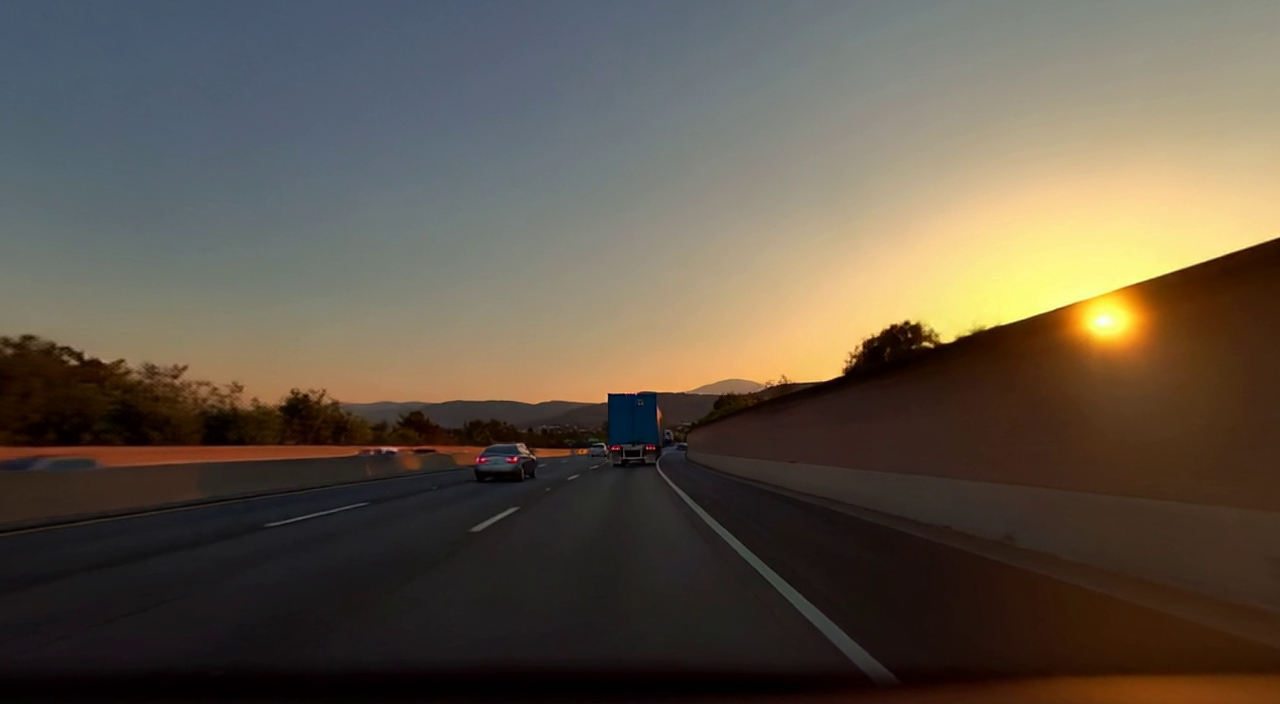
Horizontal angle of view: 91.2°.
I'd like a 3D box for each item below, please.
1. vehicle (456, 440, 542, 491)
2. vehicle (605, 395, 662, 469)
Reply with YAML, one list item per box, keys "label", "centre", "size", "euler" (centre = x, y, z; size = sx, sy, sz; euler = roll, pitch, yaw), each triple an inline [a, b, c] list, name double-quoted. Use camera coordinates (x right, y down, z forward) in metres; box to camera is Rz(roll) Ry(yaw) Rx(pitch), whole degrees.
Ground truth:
- label: "vehicle"
  centre: [-4.502, 3.683, 20.589]
  size: [1.895, 1.500, 3.808]
  euler: [0, -9, 1]
- label: "vehicle"
  centre: [-0.389, 5.250, 40.132]
  size: [3.123, 4.094, 10.812]
  euler: [0, -9, 0]
